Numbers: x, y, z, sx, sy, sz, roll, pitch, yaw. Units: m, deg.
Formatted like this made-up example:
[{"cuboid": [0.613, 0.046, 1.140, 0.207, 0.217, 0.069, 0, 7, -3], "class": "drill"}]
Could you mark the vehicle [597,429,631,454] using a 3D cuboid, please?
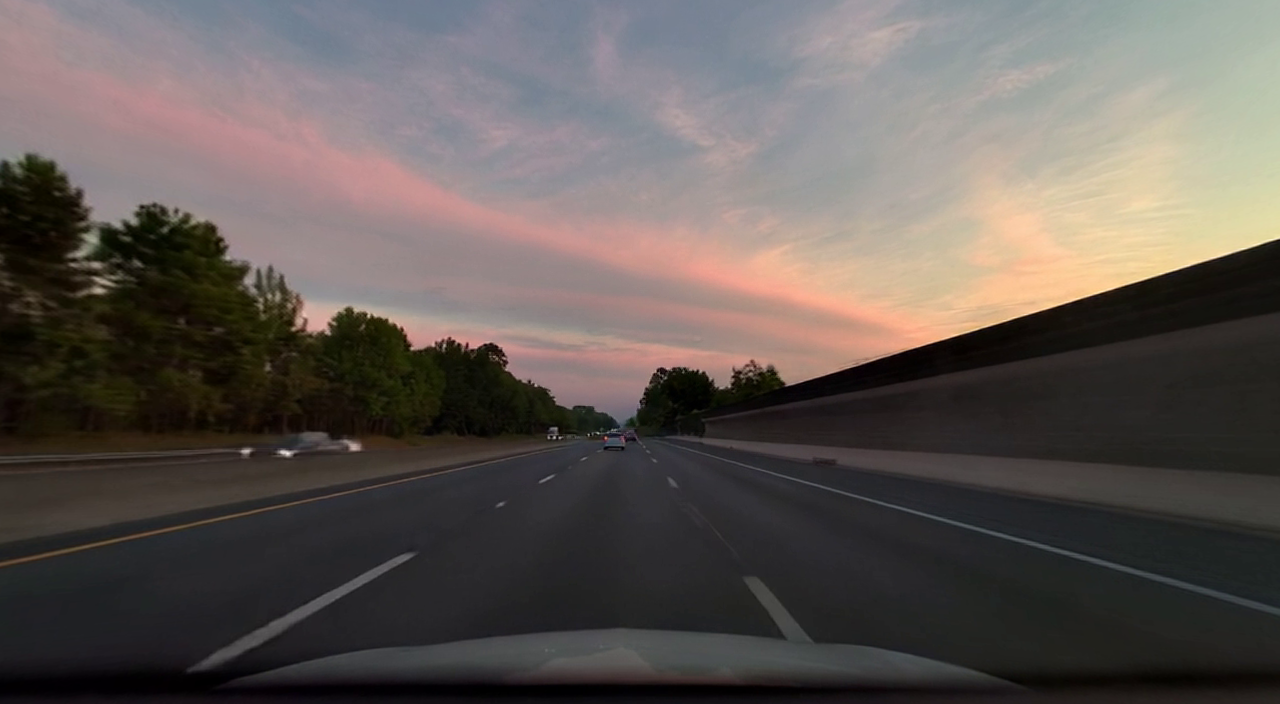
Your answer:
[{"cuboid": [-1.877, 6.608, 46.507, 2.306, 1.730, 4.606, 0, -8, 0], "class": "vehicle"}]

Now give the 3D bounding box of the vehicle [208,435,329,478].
[{"cuboid": [-14.022, 3.923, 24.167, 1.897, 1.491, 4.558, 0, -7, -1], "class": "vehicle"}]
